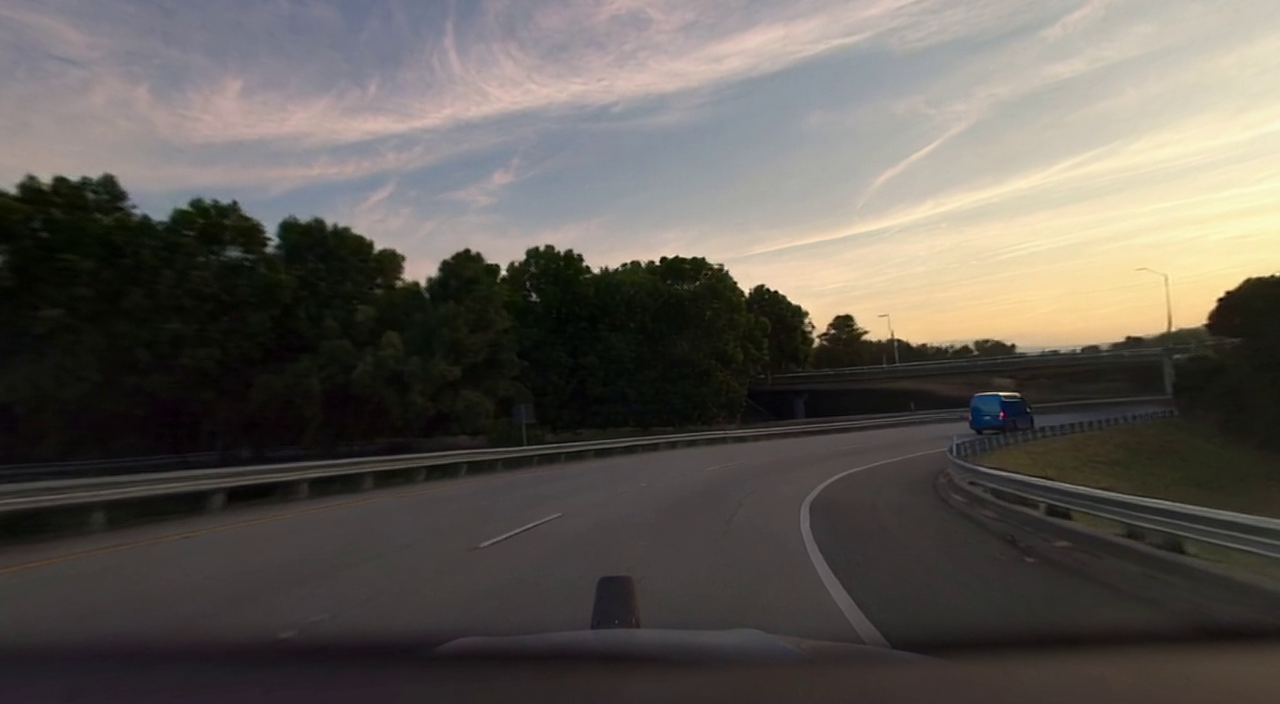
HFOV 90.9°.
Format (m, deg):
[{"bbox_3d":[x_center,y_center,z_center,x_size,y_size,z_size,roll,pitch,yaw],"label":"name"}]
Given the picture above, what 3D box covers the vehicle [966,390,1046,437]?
[{"bbox_3d":[22.081,3.788,37.924,5.330,2.577,2.352,6,-10,-40],"label":"vehicle"}]
